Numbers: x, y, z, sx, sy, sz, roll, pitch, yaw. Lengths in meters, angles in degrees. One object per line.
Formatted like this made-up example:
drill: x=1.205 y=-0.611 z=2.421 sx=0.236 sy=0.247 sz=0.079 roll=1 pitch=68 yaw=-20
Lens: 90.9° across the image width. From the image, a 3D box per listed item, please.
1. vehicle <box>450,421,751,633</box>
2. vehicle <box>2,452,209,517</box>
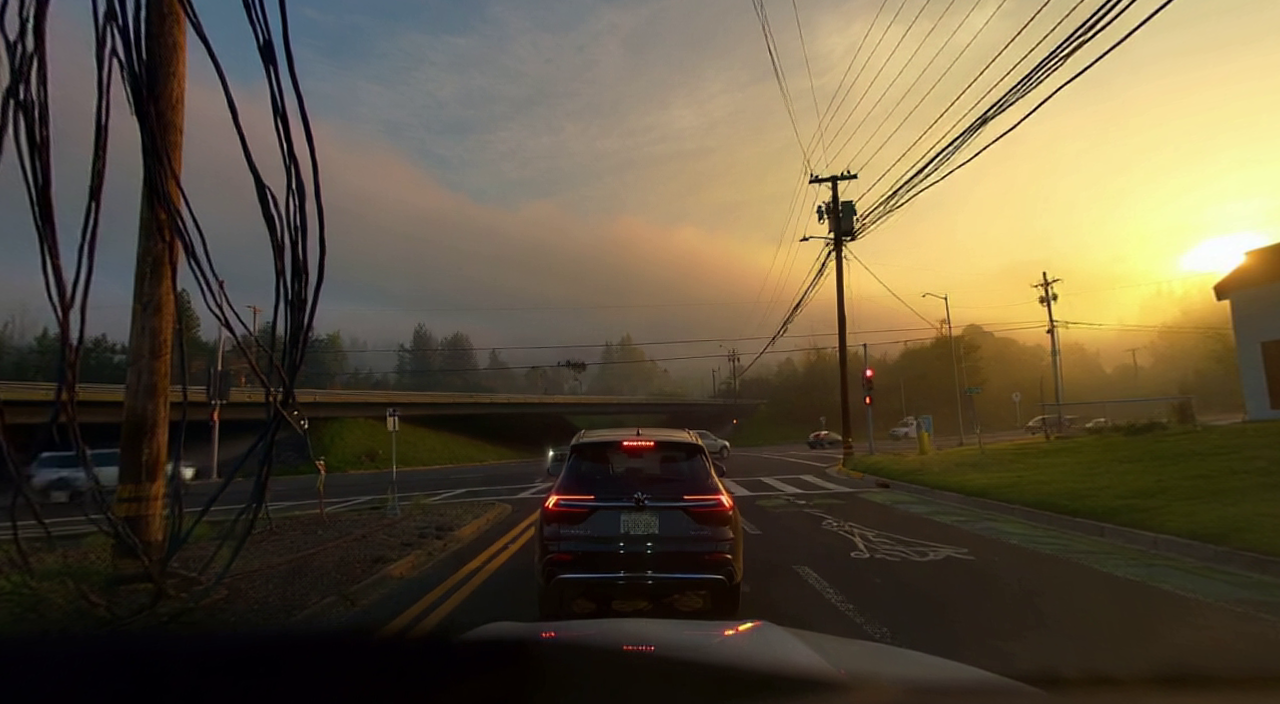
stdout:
vehicle: x=-0.240 y=1.528 z=6.471 sx=2.090 sy=1.458 sz=4.033 roll=-1 pitch=-9 yaw=1
vehicle: x=-15.850 y=3.862 z=18.886 sx=4.435 sy=1.637 sz=1.901 roll=8 pitch=-12 yaw=-44
